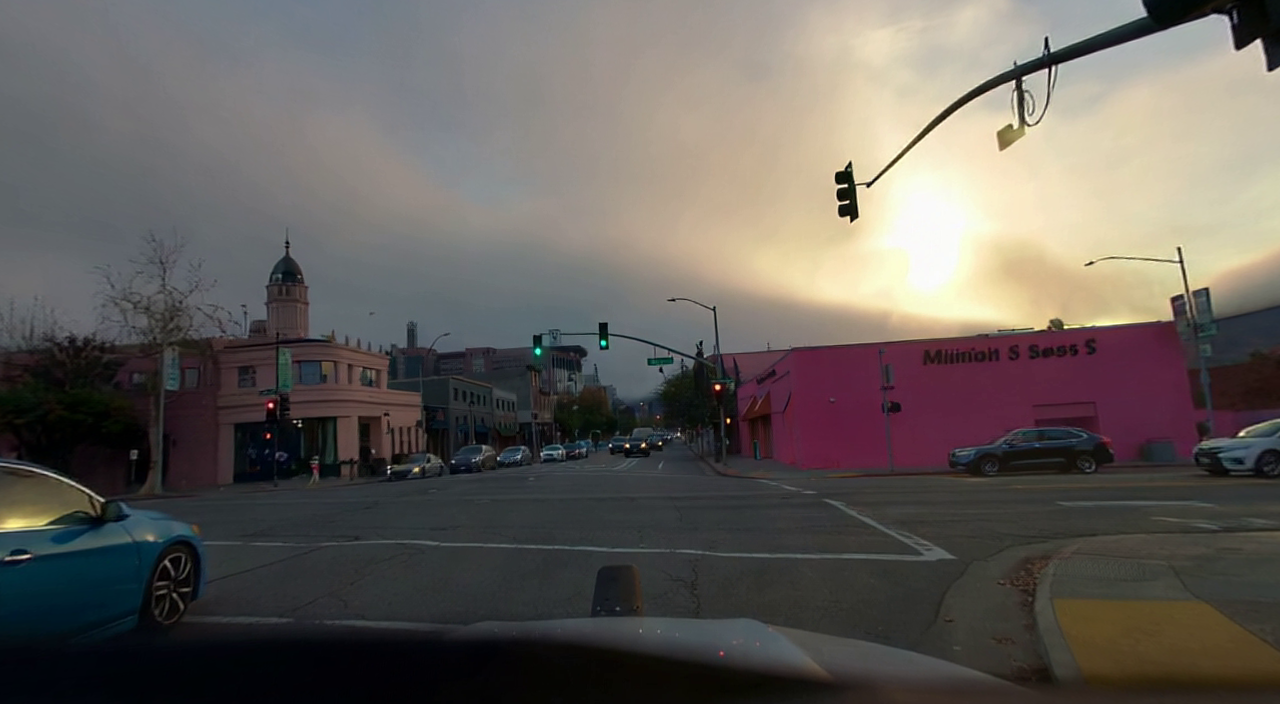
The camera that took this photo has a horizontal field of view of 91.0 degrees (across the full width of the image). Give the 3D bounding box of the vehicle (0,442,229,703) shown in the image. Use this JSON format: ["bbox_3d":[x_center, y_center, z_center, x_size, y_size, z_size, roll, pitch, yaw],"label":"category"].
[{"bbox_3d":[-3.735,0.972,2.153,1.759,1.325,4.295,0,-9,0],"label":"vehicle"}]

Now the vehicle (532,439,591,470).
[{"bbox_3d":[-4.498,5.977,36.883,1.928,1.647,4.575,-2,-9,13],"label":"vehicle"}]

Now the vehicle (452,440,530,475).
[{"bbox_3d":[-8.379,5.977,36.057,2.152,1.825,5.406,-2,-9,12],"label":"vehicle"}]

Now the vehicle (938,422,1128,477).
[{"bbox_3d":[11.565,2.898,18.795,4.355,1.546,1.820,-1,-9,6],"label":"vehicle"}]

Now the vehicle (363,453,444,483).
[{"bbox_3d":[-12.593,6.170,33.873,1.976,1.425,4.567,-1,-9,9],"label":"vehicle"}]
